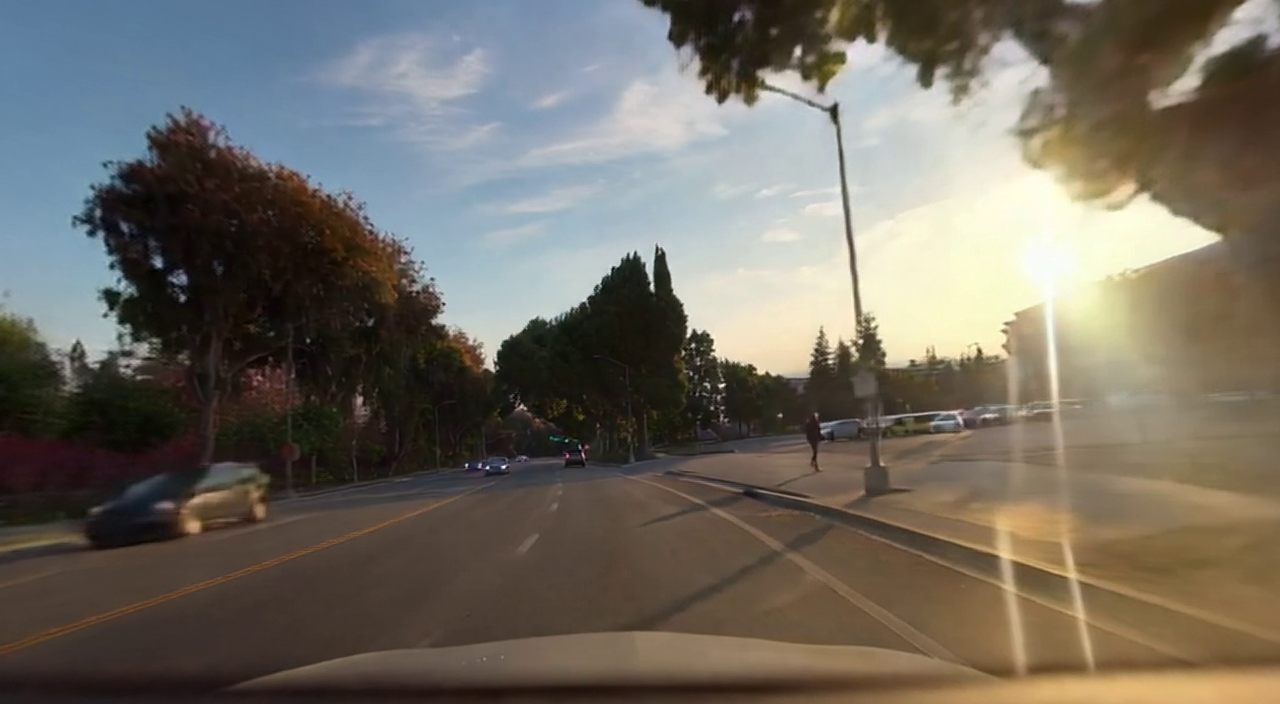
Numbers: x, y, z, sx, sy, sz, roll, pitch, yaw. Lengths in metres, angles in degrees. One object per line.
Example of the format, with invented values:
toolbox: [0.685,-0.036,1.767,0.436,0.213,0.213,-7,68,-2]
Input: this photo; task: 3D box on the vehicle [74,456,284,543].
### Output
vehicle: [-11.546,3.659,16.403,2.150,1.754,4.667,0,-8,-4]
